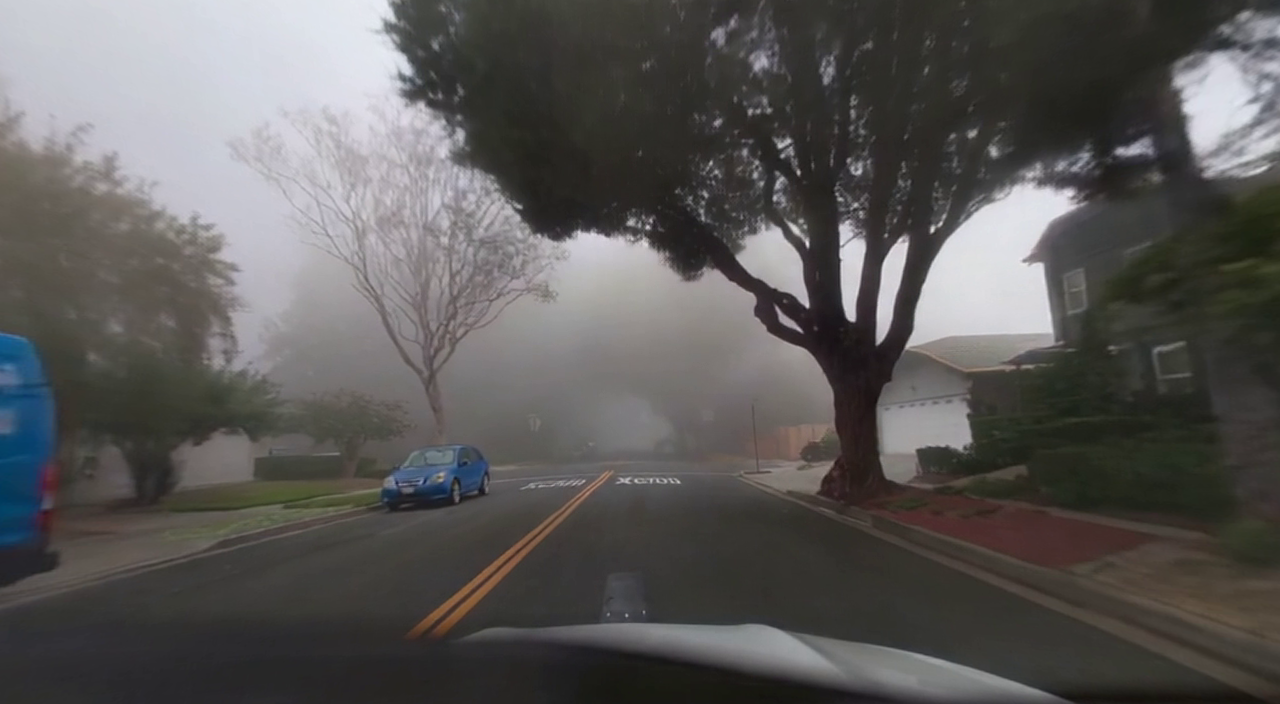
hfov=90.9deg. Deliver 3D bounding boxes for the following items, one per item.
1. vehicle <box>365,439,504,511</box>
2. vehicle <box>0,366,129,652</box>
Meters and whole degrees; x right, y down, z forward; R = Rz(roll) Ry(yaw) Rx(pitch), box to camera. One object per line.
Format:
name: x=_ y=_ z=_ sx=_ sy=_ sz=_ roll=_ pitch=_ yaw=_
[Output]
vehicle: x=-5.016 y=3.043 z=16.195 sx=2.038 sy=1.571 sz=4.524 roll=0 pitch=-8 yaw=0
vehicle: x=-5.717 y=0.872 z=2.806 sx=2.315 sy=2.008 sz=5.343 roll=0 pitch=-8 yaw=1
